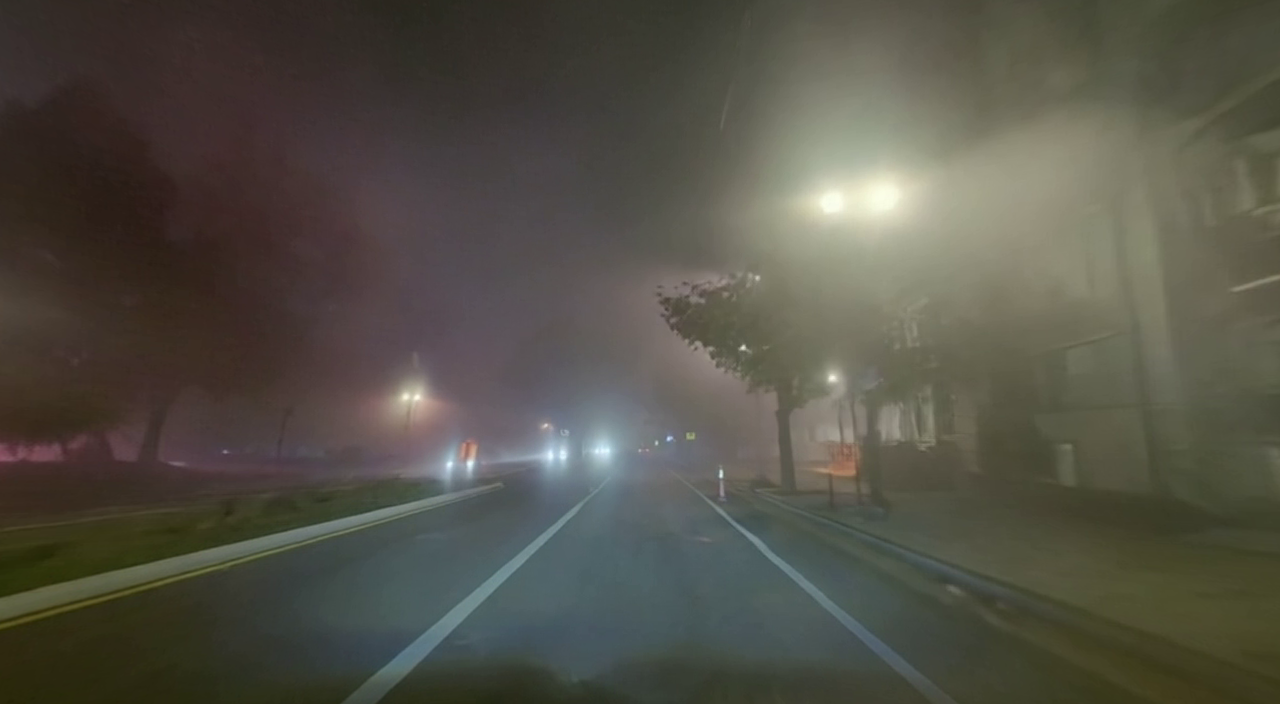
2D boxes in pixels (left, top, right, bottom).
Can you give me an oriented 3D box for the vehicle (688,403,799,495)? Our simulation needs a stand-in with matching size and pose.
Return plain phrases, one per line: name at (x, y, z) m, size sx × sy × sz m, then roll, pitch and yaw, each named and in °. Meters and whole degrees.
vehicle at (3.240, 3.127, 20.628) m, size 2.849 × 2.686 × 3.176 m, roll 0°, pitch -8°, yaw -4°
